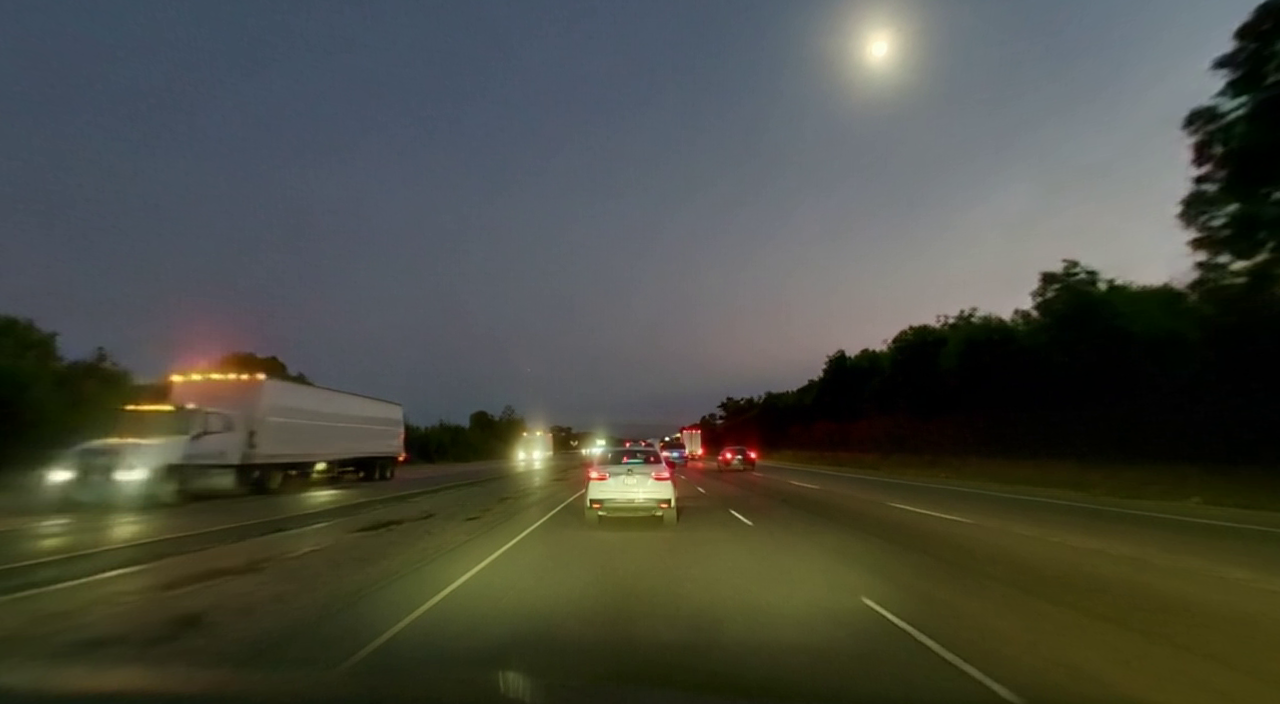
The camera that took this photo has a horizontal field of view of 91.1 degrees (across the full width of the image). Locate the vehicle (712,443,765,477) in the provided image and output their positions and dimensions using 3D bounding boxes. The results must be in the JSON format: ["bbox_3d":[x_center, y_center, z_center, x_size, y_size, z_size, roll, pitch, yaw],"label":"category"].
[{"bbox_3d":[4.724,5.233,30.728,1.931,1.516,3.995,0,-9,-1],"label":"vehicle"}]

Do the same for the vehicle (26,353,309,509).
[{"bbox_3d":[-13.612,2.471,19.204,3.152,3.893,6.812,0,-9,0],"label":"vehicle"}]

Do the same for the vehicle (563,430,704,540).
[{"bbox_3d":[-0.139,2.255,11.202,2.088,1.580,3.657,0,-9,-1],"label":"vehicle"}]
